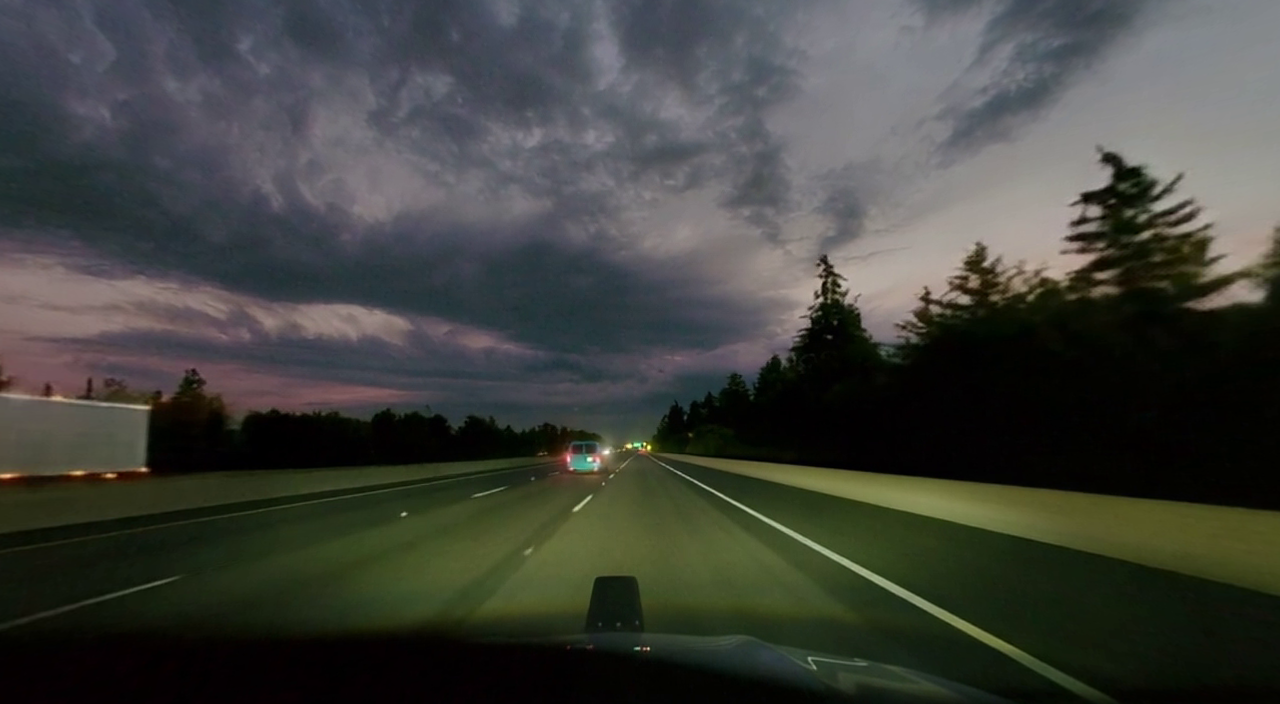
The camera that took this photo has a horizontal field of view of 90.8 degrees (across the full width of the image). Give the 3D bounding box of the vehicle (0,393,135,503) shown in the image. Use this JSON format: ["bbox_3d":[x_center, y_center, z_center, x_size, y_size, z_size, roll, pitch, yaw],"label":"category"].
[{"bbox_3d":[-24.206,3.634,23.889,2.928,3.860,8.514,0,-9,0],"label":"vehicle"}]

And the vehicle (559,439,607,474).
[{"bbox_3d":[-3.315,6.256,37.978,2.349,1.973,5.419,0,-9,0],"label":"vehicle"}]
